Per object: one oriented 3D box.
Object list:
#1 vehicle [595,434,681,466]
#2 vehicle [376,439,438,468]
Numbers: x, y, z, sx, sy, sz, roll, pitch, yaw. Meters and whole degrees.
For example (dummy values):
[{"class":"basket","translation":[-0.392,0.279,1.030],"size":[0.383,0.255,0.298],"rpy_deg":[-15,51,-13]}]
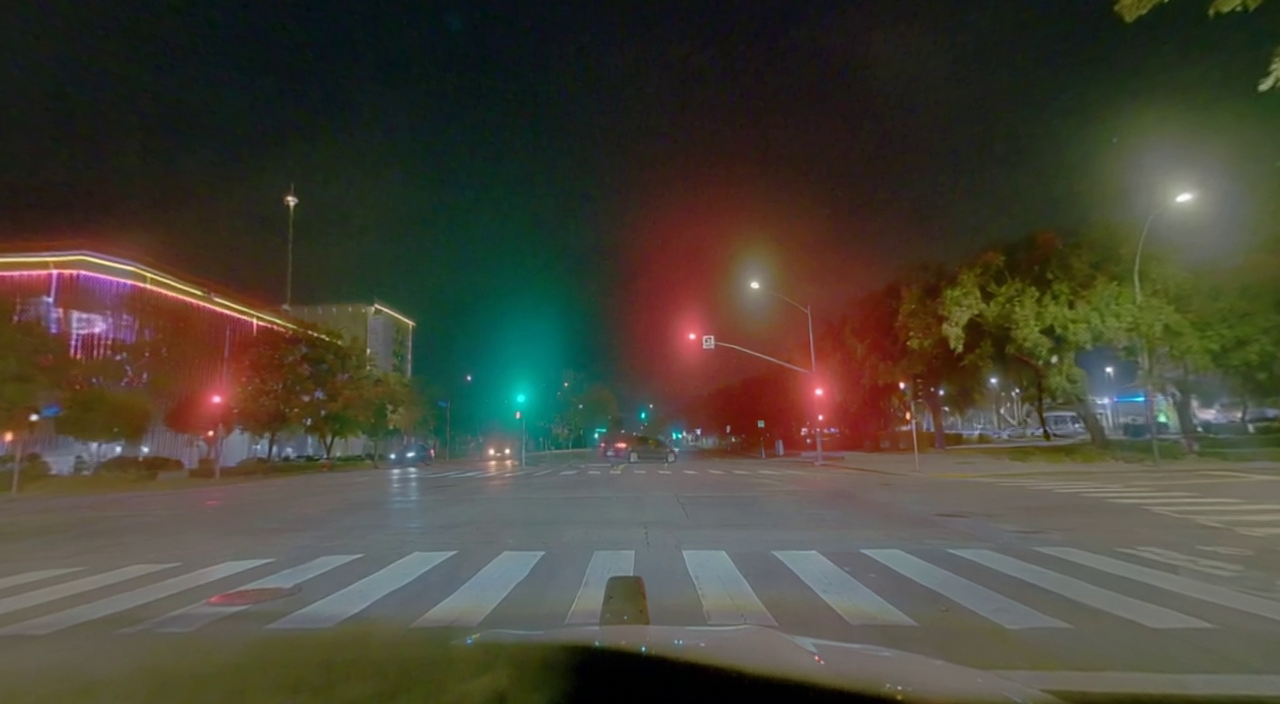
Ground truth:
[{"class":"vehicle","translation":[-0.037,5.000,32.353],"size":[2.521,1.522,4.418],"rpy_deg":[-5,-10,30]},{"class":"vehicle","translation":[-14.786,6.449,40.291],"size":[2.169,1.753,4.640],"rpy_deg":[0,-8,0]}]
